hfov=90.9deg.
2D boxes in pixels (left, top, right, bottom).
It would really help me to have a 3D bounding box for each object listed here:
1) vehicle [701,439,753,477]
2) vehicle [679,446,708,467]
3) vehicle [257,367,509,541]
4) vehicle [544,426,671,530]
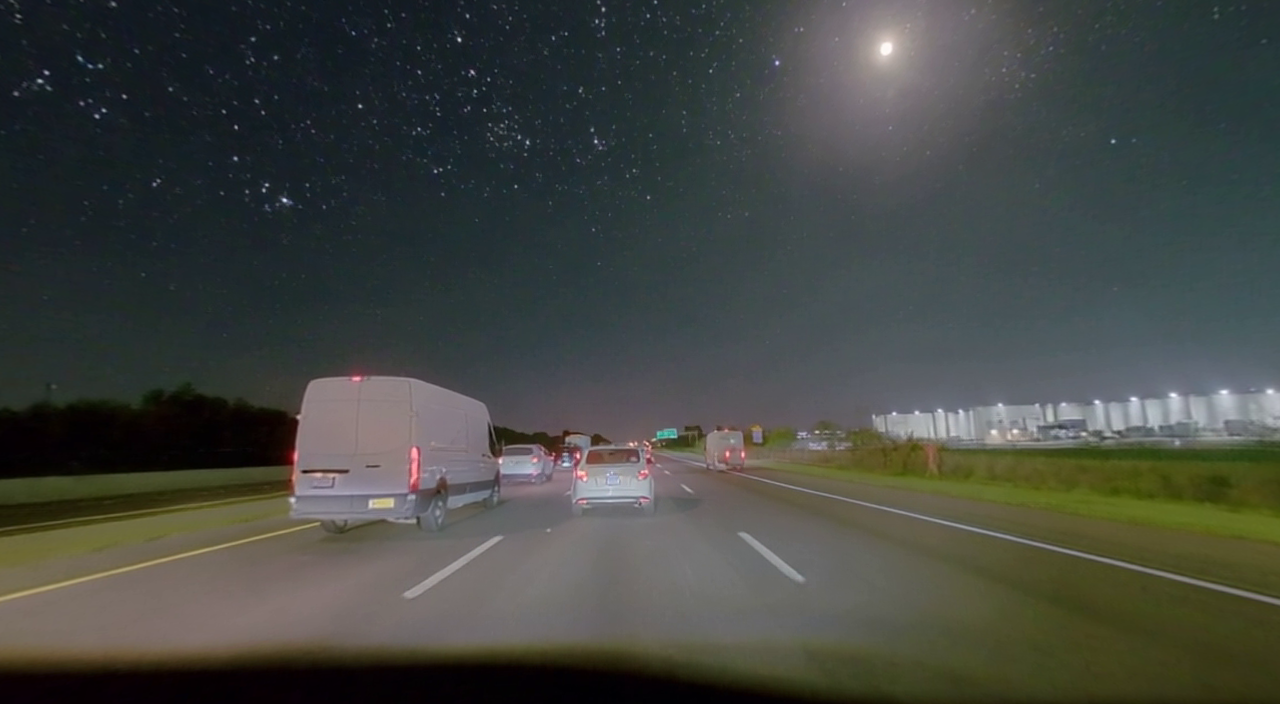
[{"bbox_3d":[4.291,5.317,31.747,2.003,1.754,4.134,0,-9,0],"label":"vehicle"},{"bbox_3d":[4.180,8.224,49.638,1.874,1.512,3.723,0,-9,0],"label":"vehicle"},{"bbox_3d":[-4.589,2.055,12.986,2.248,2.626,6.837,0,-9,0],"label":"vehicle"},{"bbox_3d":[-0.542,2.385,12.385,2.093,1.695,3.782,0,-9,0],"label":"vehicle"}]
